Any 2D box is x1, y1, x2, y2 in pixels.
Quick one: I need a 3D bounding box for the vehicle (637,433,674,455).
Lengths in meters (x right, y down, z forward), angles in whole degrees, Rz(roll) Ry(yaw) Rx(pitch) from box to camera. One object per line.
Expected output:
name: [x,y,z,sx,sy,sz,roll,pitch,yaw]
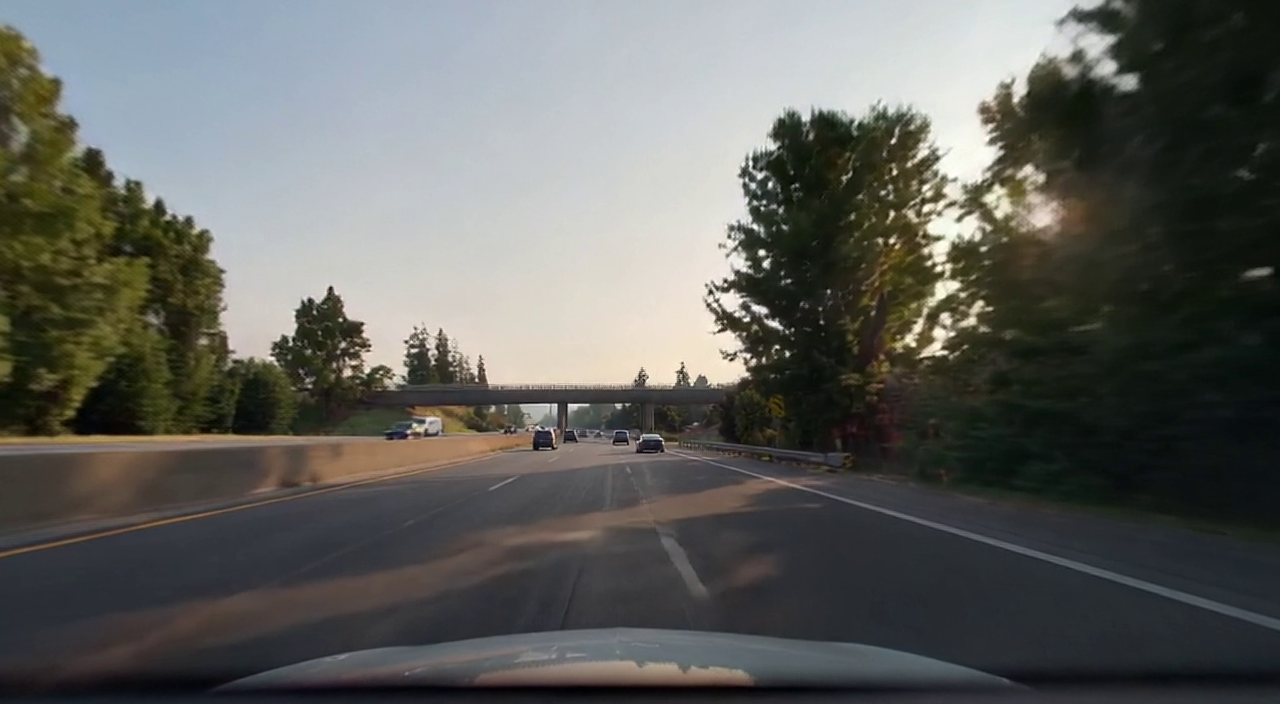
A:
vehicle: [0.933,5.902,40.424,1.999,1.329,3.913,1,-8,-4]
